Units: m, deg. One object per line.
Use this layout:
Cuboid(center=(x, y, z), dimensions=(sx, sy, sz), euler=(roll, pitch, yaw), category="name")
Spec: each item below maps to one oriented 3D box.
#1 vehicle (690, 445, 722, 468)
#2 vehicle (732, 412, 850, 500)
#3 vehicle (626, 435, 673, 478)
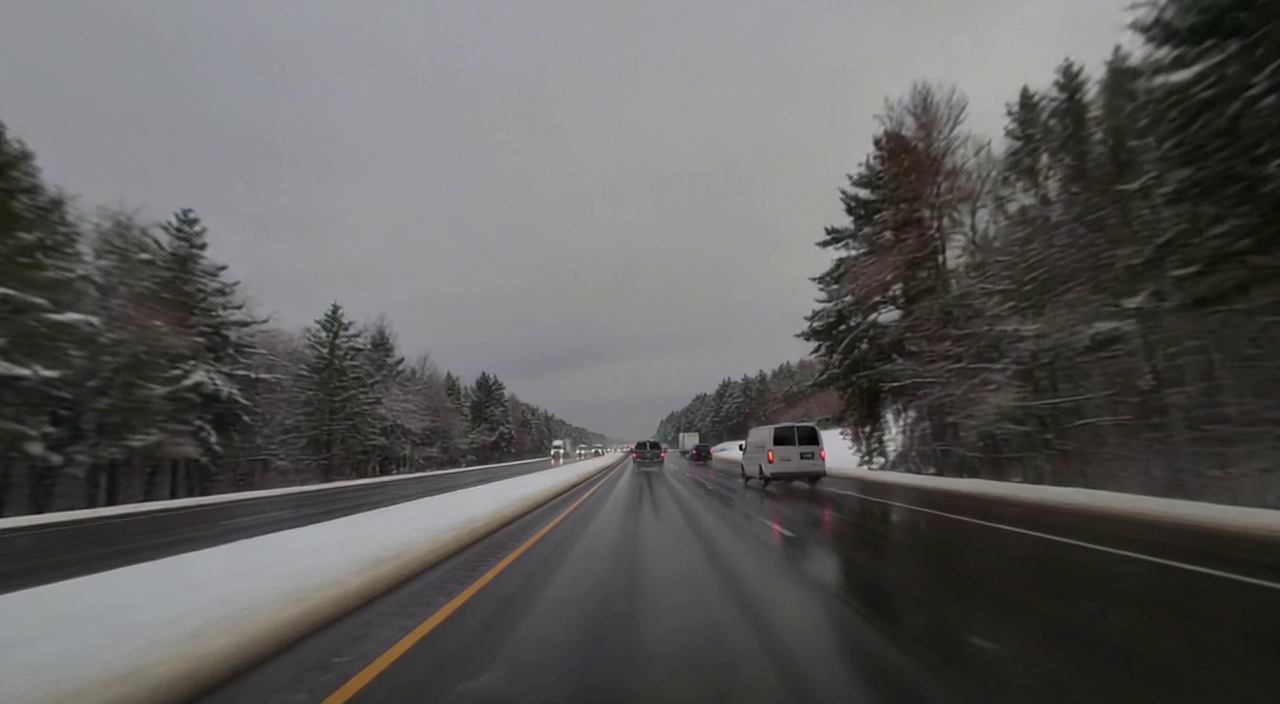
Cuboid(center=(4.720, 7.526, 45.671), dimensions=(1.868, 1.566, 3.509), euler=(0, -9, -1), category="vehicle")
Cuboid(center=(4.327, 3.097, 19.023), dimensions=(2.232, 2.290, 4.720), euler=(0, -9, -2), category="vehicle")
Cuboid(center=(0.437, 5.134, 31.118), dimensions=(2.143, 1.925, 4.101), euler=(0, -9, 0), category="vehicle")
